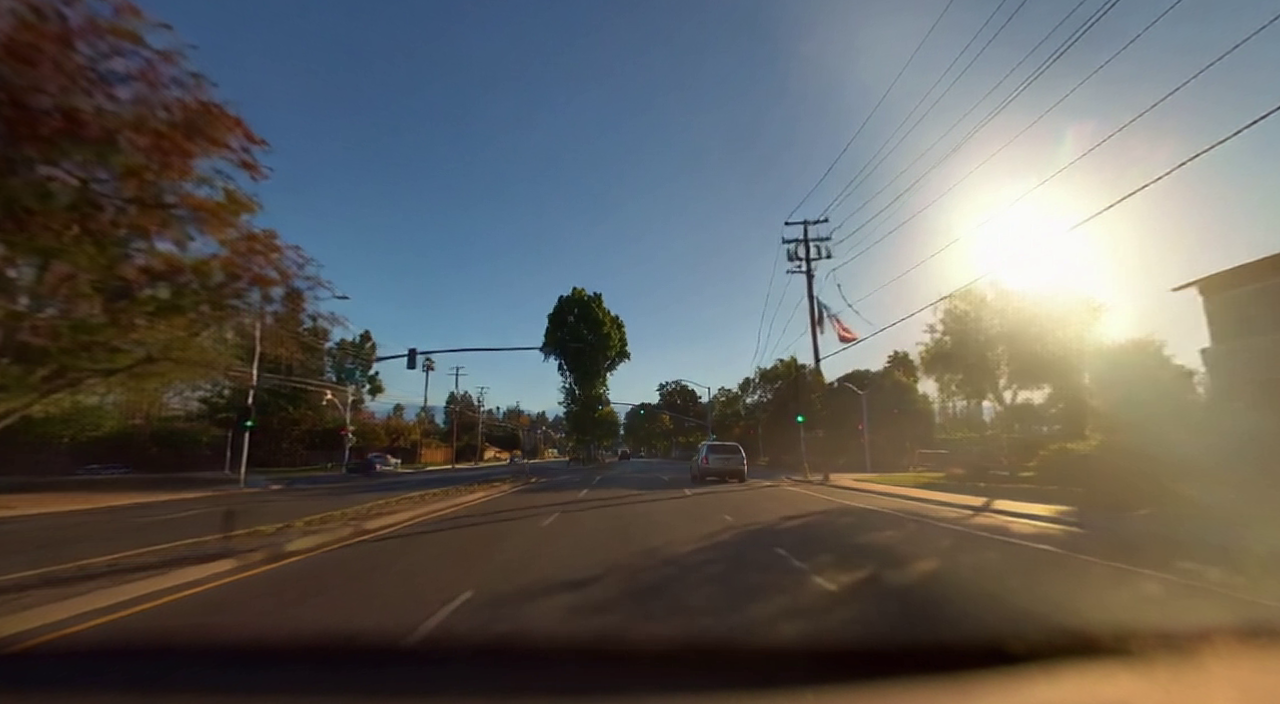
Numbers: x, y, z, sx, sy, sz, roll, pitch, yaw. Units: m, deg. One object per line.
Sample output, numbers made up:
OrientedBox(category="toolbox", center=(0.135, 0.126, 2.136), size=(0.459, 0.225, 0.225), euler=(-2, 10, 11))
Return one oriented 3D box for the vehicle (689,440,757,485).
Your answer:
OrientedBox(category="vehicle", center=(3.561, 4.847, 27.964), size=(2.240, 1.781, 4.433), euler=(0, -8, -2))
